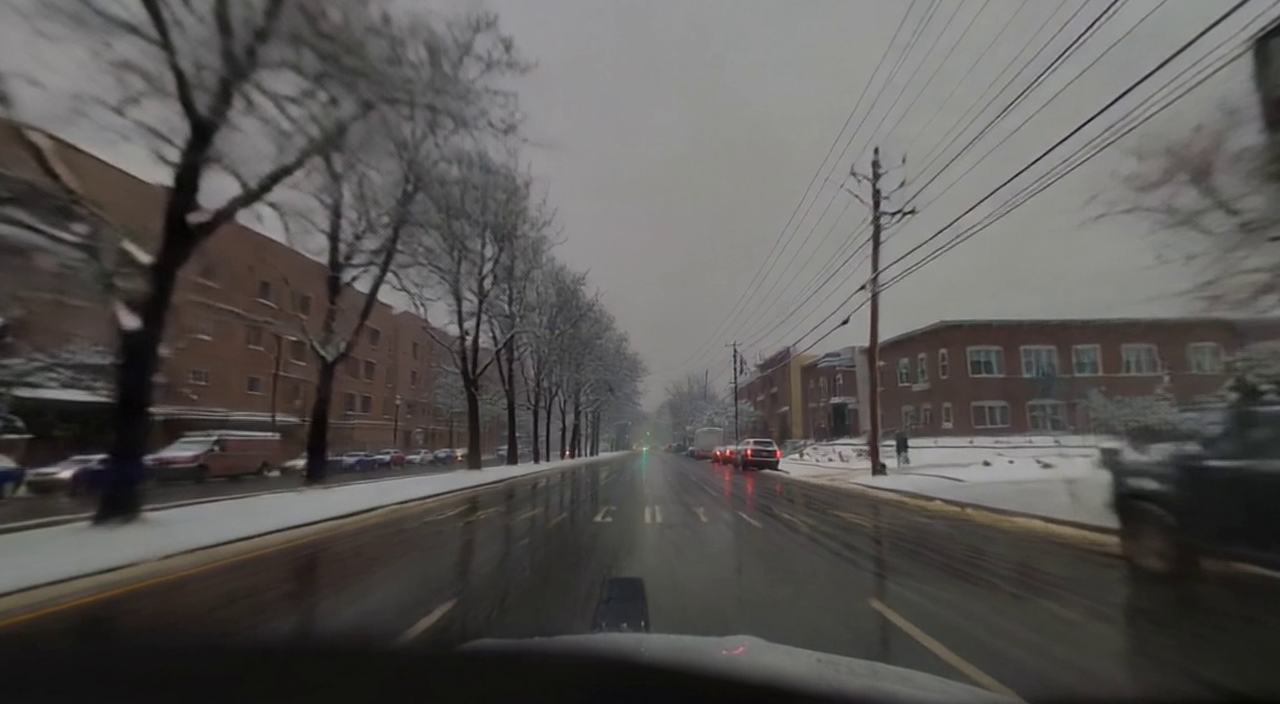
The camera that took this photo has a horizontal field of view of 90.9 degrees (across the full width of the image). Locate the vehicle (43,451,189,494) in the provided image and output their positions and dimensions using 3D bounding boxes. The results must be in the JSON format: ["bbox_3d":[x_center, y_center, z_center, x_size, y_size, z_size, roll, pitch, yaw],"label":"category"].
[{"bbox_3d":[-22.187,5.089,27.020,2.004,1.586,4.962,0,-8,0],"label":"vehicle"}]

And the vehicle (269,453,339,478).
[{"bbox_3d":[-22.151,7.466,41.797,1.877,1.473,4.892,0,-8,0],"label":"vehicle"}]

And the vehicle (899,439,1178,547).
[{"bbox_3d":[6.834,2.424,11.652,2.109,1.567,4.626,0,-8,0],"label":"vehicle"}]

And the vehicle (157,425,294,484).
[{"bbox_3d":[-22.250,5.531,34.432,2.397,2.865,7.296,0,-8,1],"label":"vehicle"}]

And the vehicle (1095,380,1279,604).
[{"bbox_3d":[6.916,1.135,4.818,2.197,2.019,6.225,0,-8,0],"label":"vehicle"}]

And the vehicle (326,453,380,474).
[{"bbox_3d":[-21.935,8.530,48.387,1.907,1.404,4.413,-2,-8,3],"label":"vehicle"}]

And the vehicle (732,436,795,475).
[{"bbox_3d":[7.176,6.101,37.432,2.563,2.090,6.077,0,-8,0],"label":"vehicle"}]
